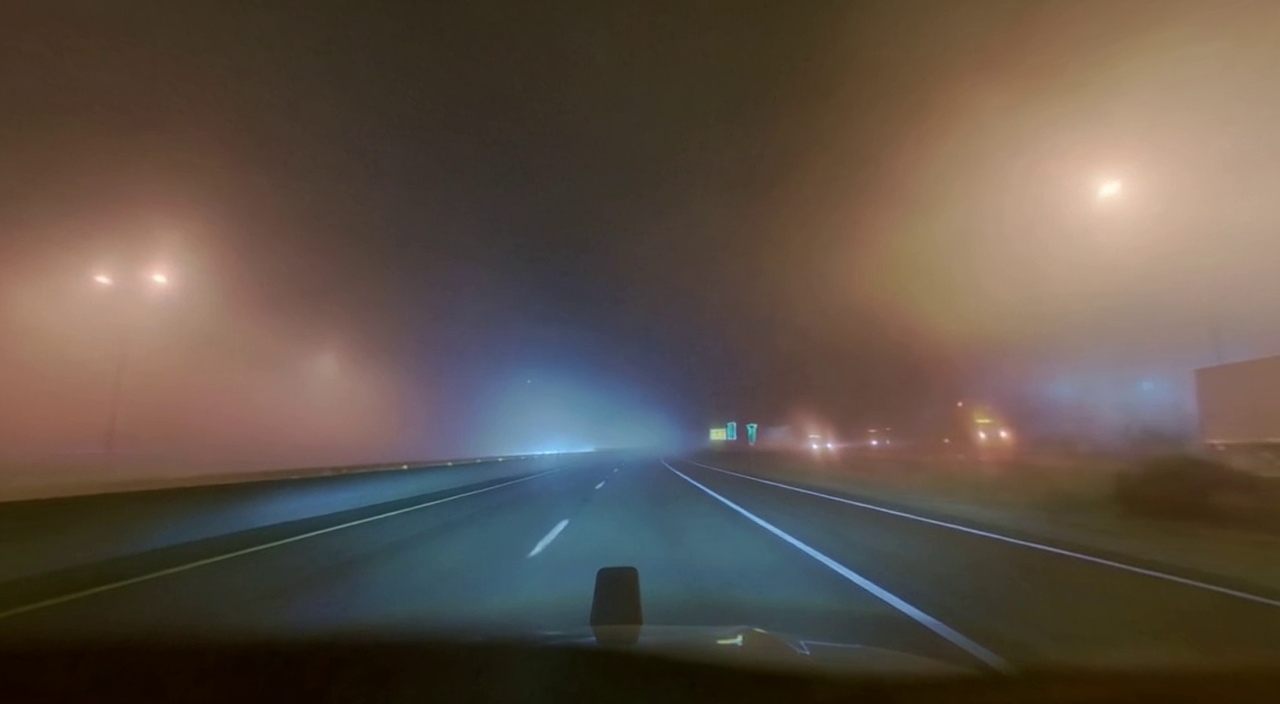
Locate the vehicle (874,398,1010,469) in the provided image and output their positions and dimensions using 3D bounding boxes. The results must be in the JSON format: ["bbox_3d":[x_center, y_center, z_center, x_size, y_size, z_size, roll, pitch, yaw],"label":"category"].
[{"bbox_3d":[21.021,5.959,45.284,2.849,4.148,14.184,-3,-8,1],"label":"vehicle"}]
